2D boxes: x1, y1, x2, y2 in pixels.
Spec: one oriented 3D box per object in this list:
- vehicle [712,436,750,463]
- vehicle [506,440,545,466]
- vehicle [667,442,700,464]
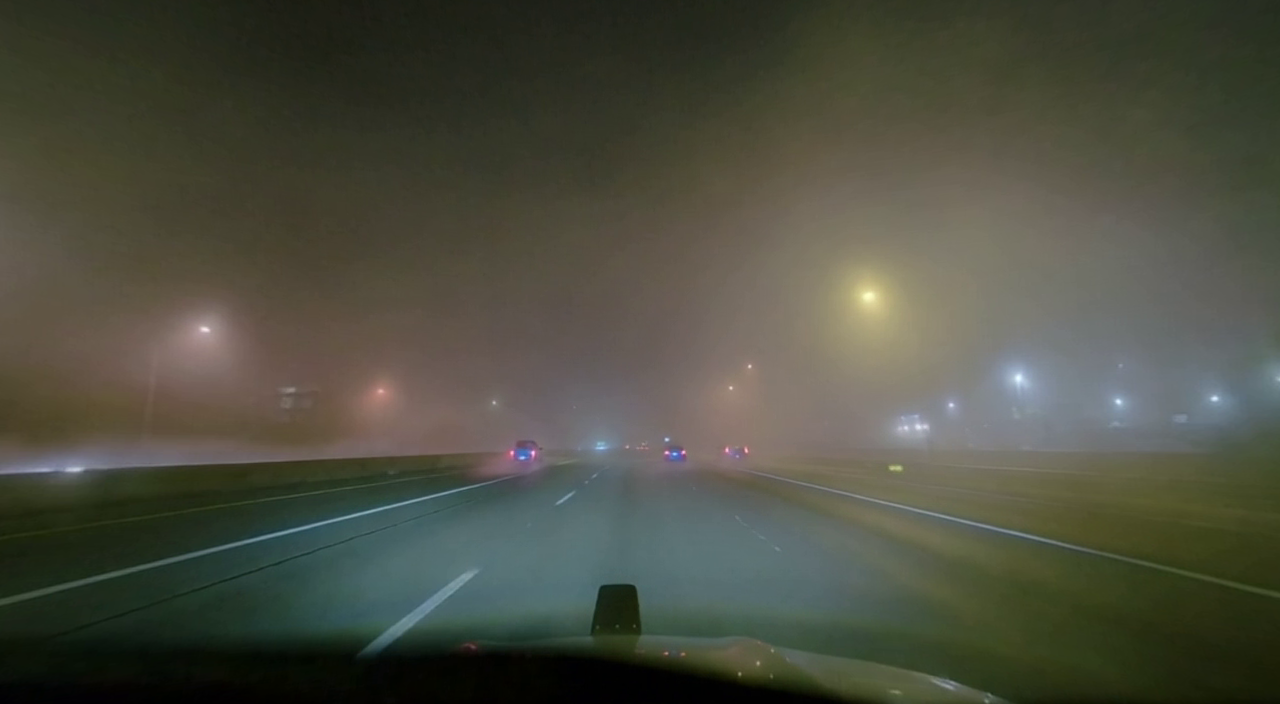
[{"bbox_3d":[6.807,7.381,47.813,2.065,1.953,4.605,0,-8,-2],"label":"vehicle"},{"bbox_3d":[-8.257,7.295,46.018,2.083,1.696,5.464,1,-8,-2],"label":"vehicle"},{"bbox_3d":[3.117,7.314,45.774,2.000,1.533,3.770,0,-8,-1],"label":"vehicle"}]
